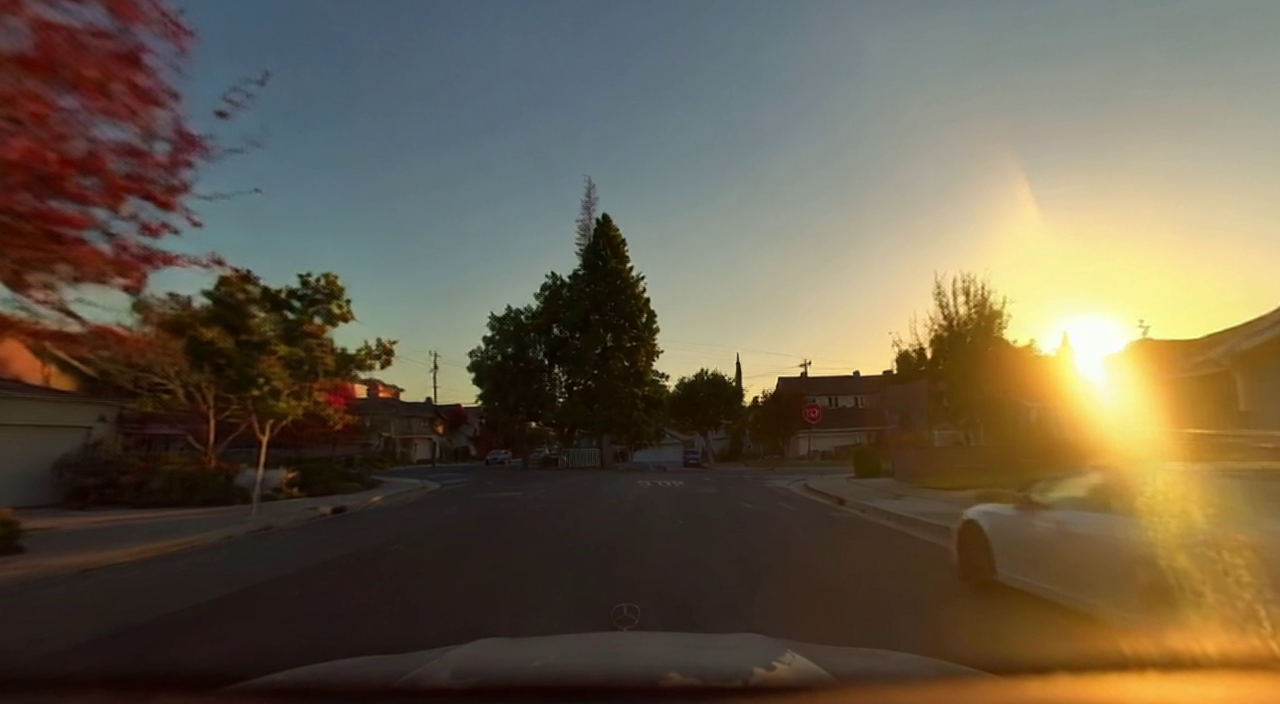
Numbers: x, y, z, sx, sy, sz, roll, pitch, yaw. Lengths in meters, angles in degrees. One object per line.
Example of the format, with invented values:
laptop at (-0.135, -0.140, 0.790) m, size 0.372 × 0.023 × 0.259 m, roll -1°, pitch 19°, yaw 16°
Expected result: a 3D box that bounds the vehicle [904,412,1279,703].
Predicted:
vehicle at (3.758, 1.318, 4.643) m, size 1.975 × 1.528 × 4.000 m, roll 0°, pitch -9°, yaw 2°
